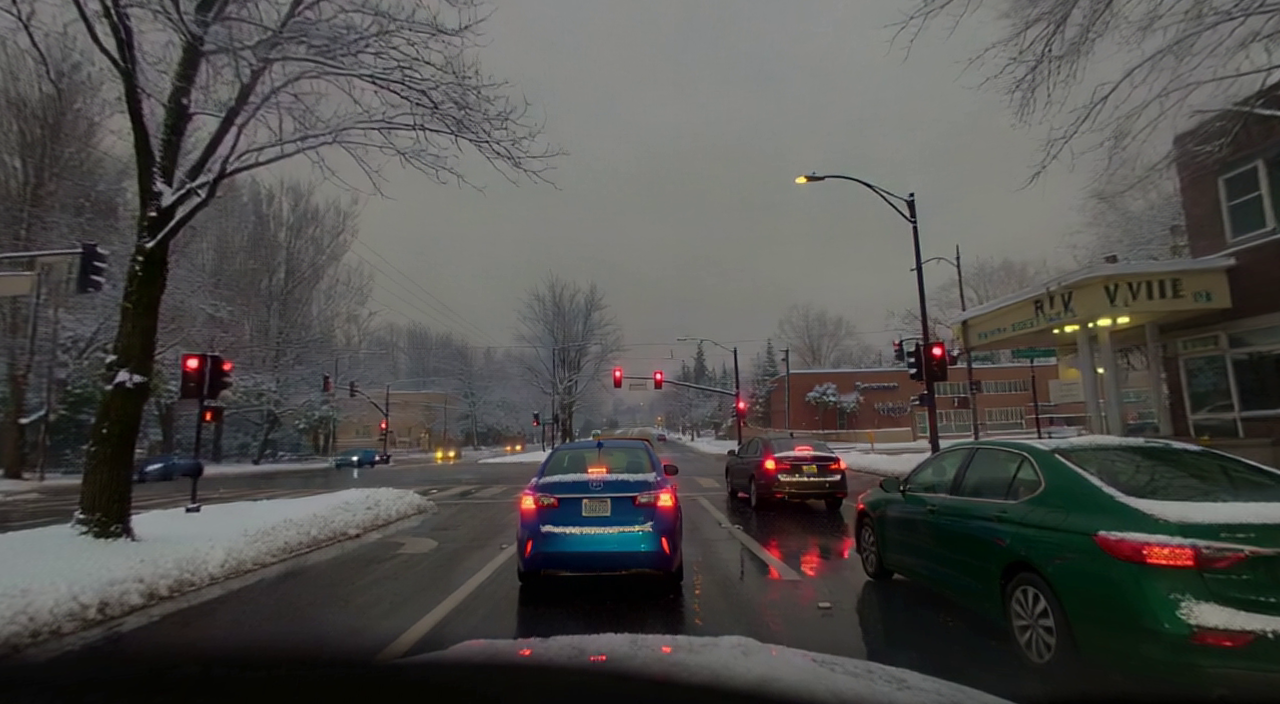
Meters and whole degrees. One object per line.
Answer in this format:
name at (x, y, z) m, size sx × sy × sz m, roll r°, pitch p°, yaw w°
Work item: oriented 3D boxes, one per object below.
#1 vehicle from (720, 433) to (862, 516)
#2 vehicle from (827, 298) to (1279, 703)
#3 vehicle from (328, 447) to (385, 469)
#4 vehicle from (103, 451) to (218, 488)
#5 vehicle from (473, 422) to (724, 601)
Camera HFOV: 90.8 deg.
vehicle at (3.163, 2.669, 14.326) m, size 2.026 × 1.549 × 4.559 m, roll 0°, pitch -8°, yaw -1°
vehicle at (3.574, 1.104, 5.055) m, size 2.572 × 1.945 × 5.065 m, roll 0°, pitch -8°, yaw 0°
vehicle at (-21.654, 8.101, 48.467) m, size 2.091 × 1.534 × 4.846 m, roll 0°, pitch -8°, yaw 1°
vehicle at (-21.925, 5.367, 29.175) m, size 1.863 × 1.496 × 4.389 m, roll 0°, pitch -8°, yaw 0°
vehicle at (-0.379, 1.654, 7.410) m, size 2.143 × 1.520 × 3.848 m, roll 0°, pitch -8°, yaw -1°
